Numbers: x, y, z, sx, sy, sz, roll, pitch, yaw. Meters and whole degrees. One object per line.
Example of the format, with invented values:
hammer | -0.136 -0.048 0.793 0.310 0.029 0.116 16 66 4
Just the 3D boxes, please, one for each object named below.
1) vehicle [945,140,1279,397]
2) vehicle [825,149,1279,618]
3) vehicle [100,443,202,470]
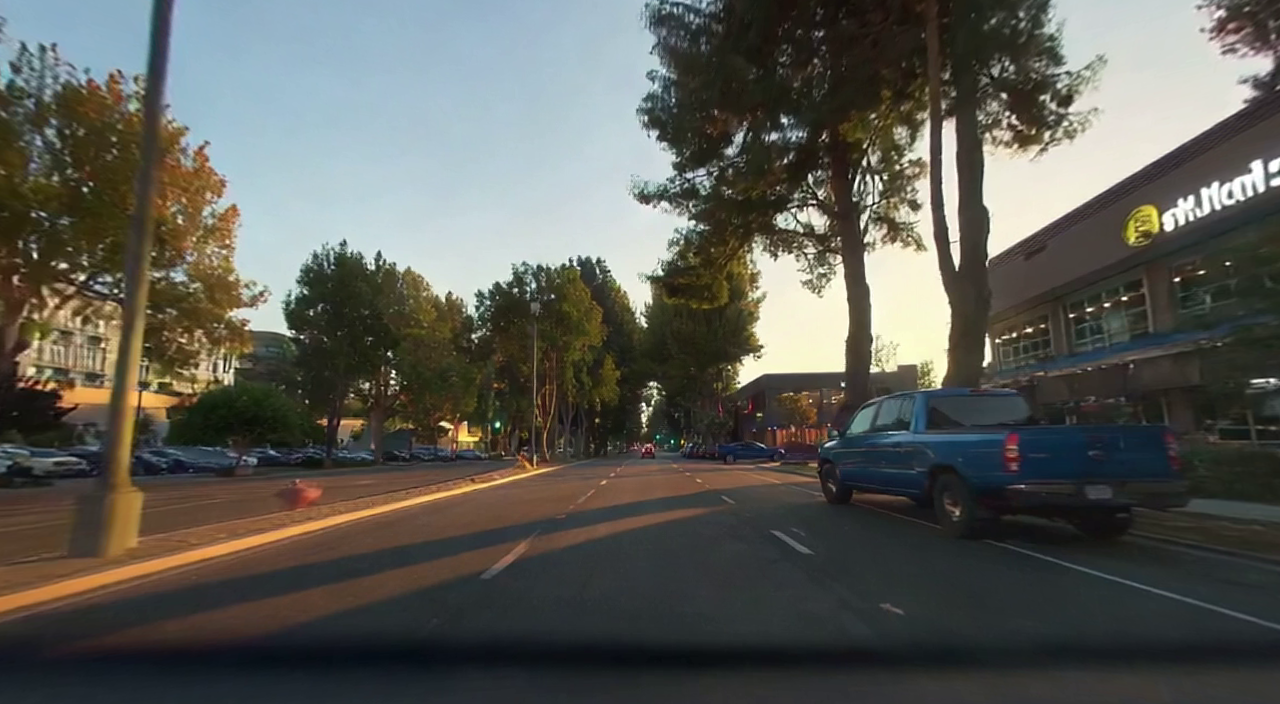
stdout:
vehicle | 6.597 -0.634 8.161 3.066 2.040 4.878 0 -9 4
vehicle | 6.552 0.956 10.821 3.145 4.015 10.939 0 -8 -1
vehicle | -32.059 6.867 41.468 4.796 1.581 2.278 -2 -8 -1
